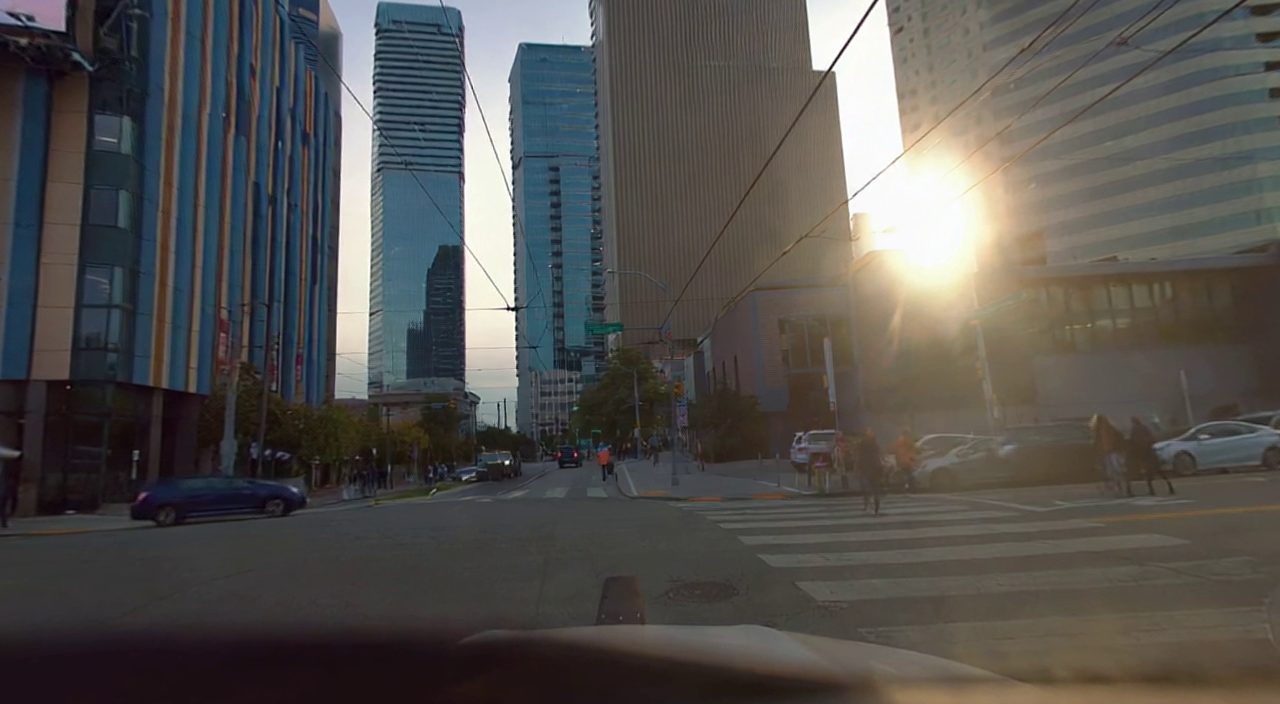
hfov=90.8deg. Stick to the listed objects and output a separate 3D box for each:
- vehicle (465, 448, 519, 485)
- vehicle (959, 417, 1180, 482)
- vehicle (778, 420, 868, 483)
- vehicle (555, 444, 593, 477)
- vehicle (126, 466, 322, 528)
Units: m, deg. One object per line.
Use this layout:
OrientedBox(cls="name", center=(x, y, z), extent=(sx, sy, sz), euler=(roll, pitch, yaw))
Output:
OrientedBox(cls="vehicle", center=(-8.418, 6.521, 36.293), extent=(2.121, 1.792, 4.510), euler=(-3, -8, -2))
OrientedBox(cls="vehicle", center=(11.557, 2.646, 17.233), extent=(4.637, 1.624, 1.927), euler=(0, -8, -3))
OrientedBox(cls="vehicle", center=(7.549, 4.104, 26.634), extent=(2.316, 2.425, 4.466), euler=(1, -7, -2))
OrientedBox(cls="vehicle", center=(-4.046, 6.744, 39.516), extent=(2.137, 1.910, 5.120), euler=(0, -8, -3))
OrientedBox(cls="vehicle", center=(-12.032, 4.174, 18.659), extent=(4.549, 1.490, 1.797), euler=(5, -10, -30))
